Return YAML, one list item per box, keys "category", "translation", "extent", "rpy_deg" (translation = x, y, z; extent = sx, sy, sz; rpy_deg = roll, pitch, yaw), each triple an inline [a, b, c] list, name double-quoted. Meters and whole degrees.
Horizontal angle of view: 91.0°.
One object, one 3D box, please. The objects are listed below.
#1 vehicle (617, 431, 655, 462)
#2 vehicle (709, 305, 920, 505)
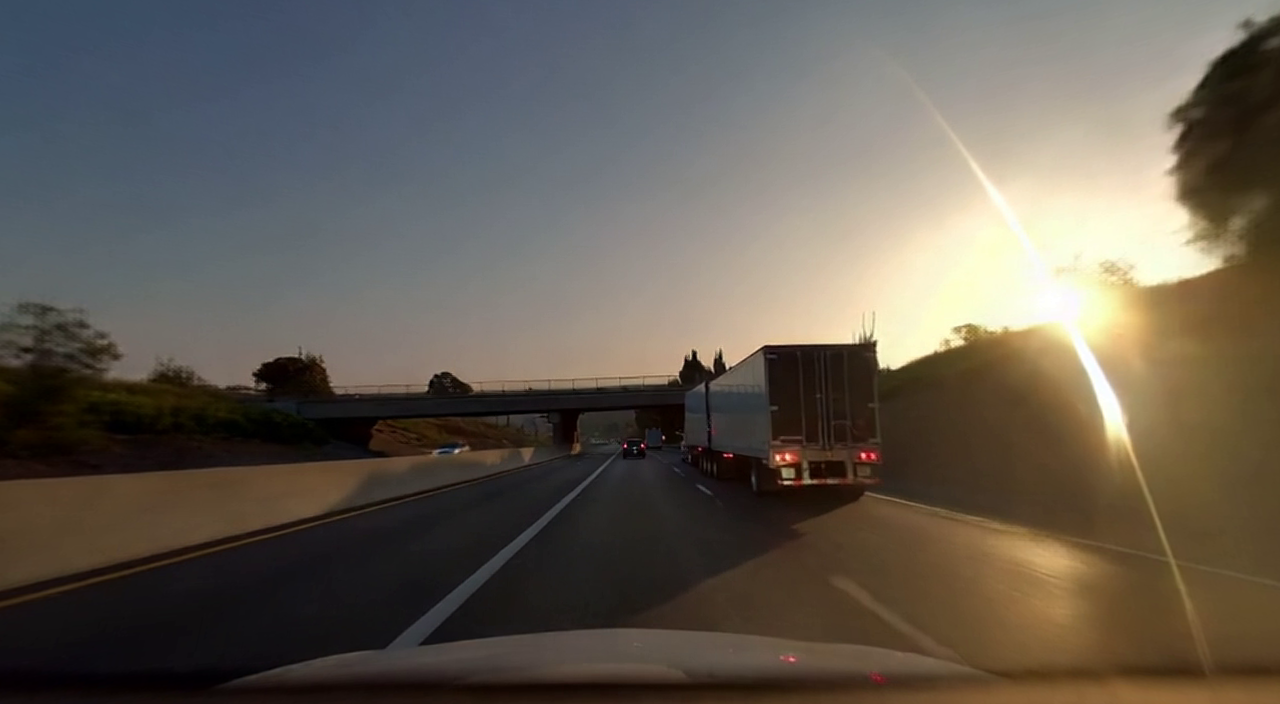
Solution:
- category: "vehicle"
  translation: [-0.290, 6.475, 43.195]
  extent: [2.456, 2.007, 4.728]
  rpy_deg: [0, -8, -1]
- category: "vehicle"
  translation: [3.917, 1.624, 16.843]
  extent: [2.967, 3.961, 8.660]
  rpy_deg: [0, -8, -1]
